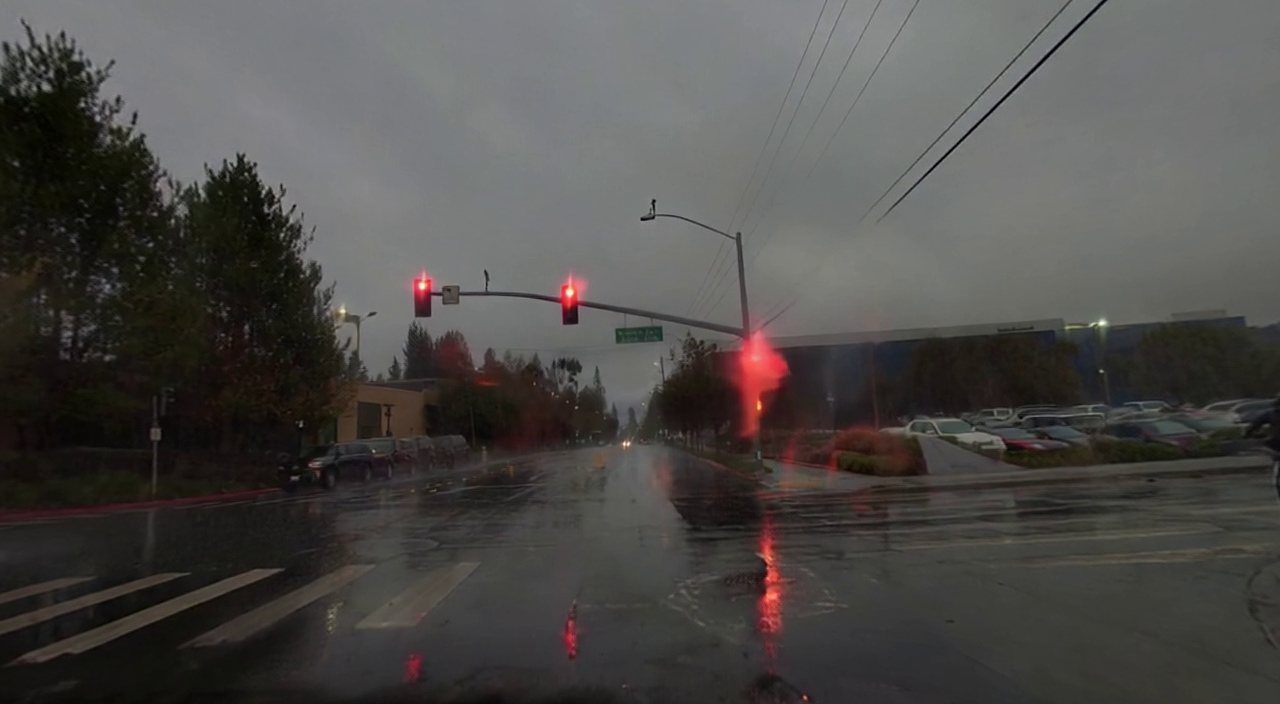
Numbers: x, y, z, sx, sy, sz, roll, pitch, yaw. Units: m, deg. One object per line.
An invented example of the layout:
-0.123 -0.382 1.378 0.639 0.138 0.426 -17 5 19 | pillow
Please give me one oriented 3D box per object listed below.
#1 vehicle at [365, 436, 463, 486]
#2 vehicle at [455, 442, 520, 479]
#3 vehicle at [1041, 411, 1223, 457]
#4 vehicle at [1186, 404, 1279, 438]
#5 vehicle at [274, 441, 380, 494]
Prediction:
-10.179 4.958 29.054 2.475 1.940 5.702 -3 -9 0 | vehicle
-6.991 4.997 29.319 2.024 1.470 4.153 -3 -9 -1 | vehicle
16.964 2.905 22.095 4.560 1.453 1.851 -3 -9 18 | vehicle
34.898 4.028 36.658 4.326 1.511 1.725 -8 -9 17 | vehicle
-13.736 5.065 28.144 2.251 1.957 4.968 -4 -9 -1 | vehicle
